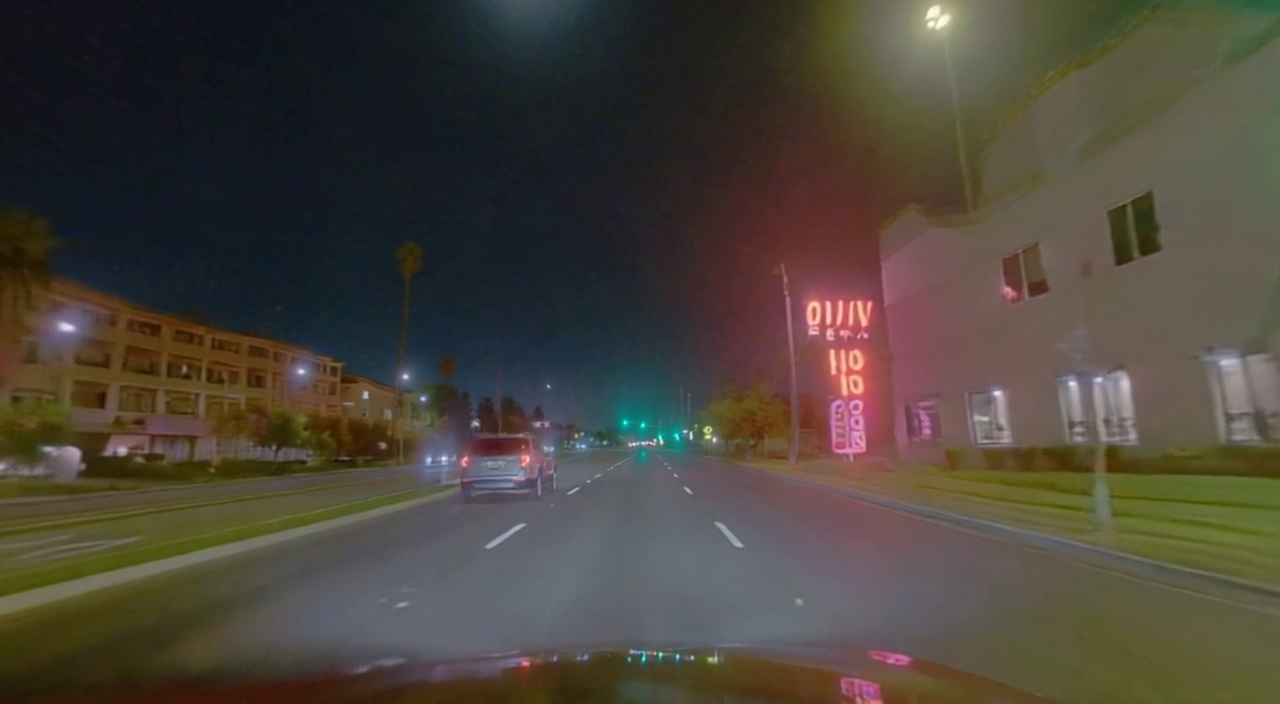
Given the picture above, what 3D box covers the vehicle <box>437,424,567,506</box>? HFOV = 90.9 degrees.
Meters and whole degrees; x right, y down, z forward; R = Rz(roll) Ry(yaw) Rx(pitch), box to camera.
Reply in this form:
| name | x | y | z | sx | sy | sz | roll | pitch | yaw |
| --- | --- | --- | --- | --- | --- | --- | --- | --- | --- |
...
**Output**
| name | x | y | z | sx | sy | sz | roll | pitch | yaw |
| --- | --- | --- | --- | --- | --- | --- | --- | --- | --- |
| vehicle | -3.172 | 2.705 | 15.580 | 2.062 | 1.693 | 4.669 | 0 | -8 | 1 |
